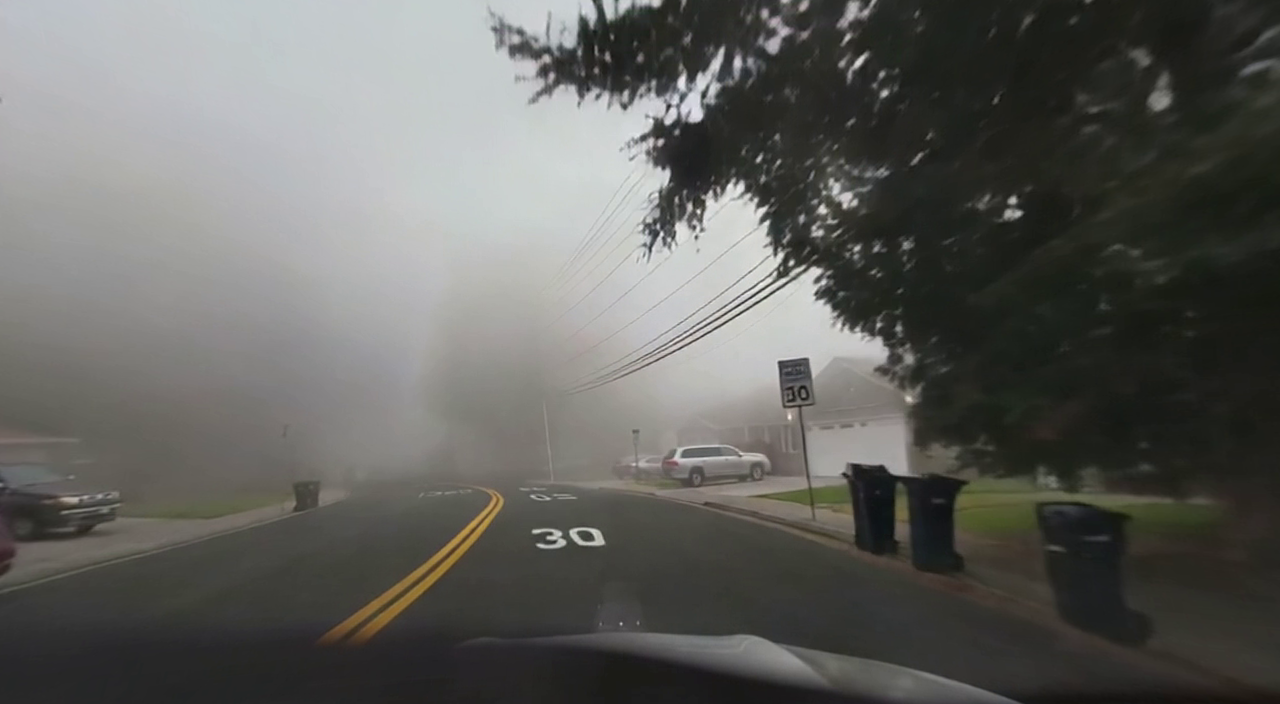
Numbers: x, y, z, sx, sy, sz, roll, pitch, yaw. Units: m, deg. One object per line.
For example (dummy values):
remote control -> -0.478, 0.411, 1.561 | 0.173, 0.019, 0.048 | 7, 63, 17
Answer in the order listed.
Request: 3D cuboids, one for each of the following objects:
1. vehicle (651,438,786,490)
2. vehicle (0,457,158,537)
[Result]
vehicle -> 3.332, 4.814, 27.224 | 5.229, 1.790, 2.153 | -1, -11, -15
vehicle -> -13.257, 2.992, 13.270 | 4.498, 1.526, 1.952 | 0, -9, -4
